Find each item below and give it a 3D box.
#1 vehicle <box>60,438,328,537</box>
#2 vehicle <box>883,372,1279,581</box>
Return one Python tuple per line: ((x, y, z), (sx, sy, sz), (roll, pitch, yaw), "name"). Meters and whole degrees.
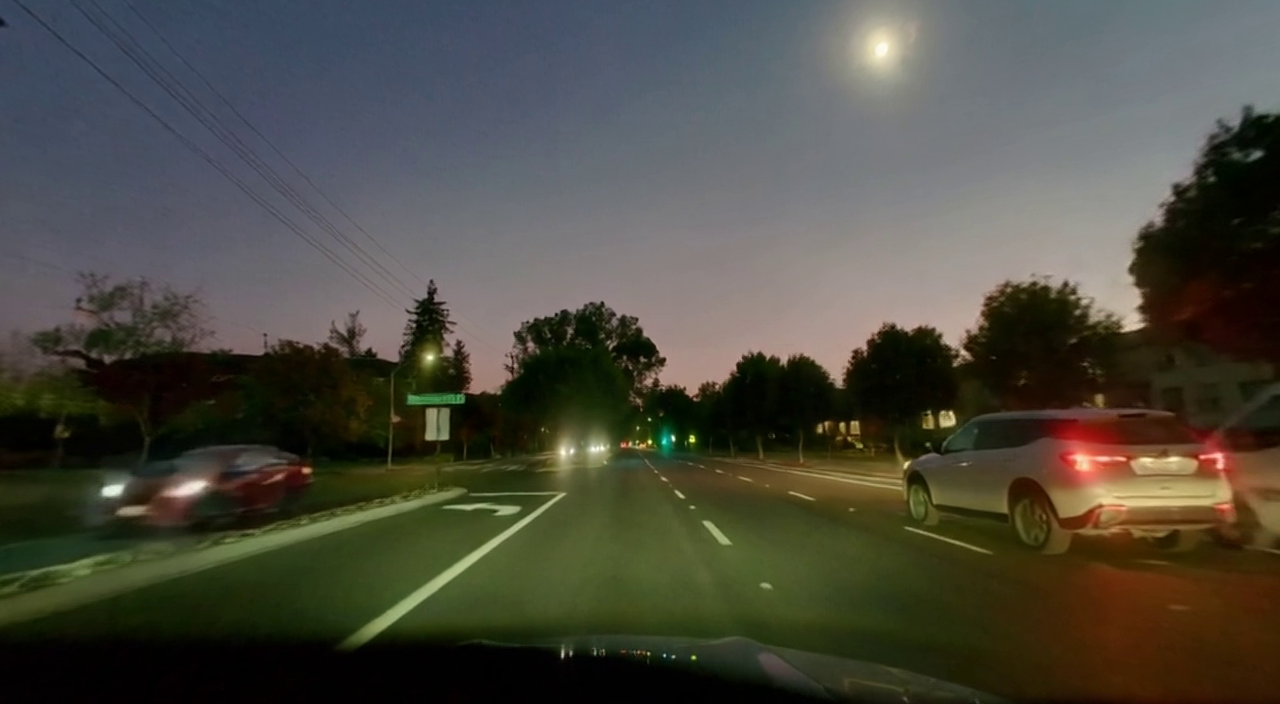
((-8.536, 2.593, 12.772), (2.140, 1.609, 4.460), (0, -9, 0), "vehicle")
((5.998, 1.618, 9.057), (2.493, 1.956, 6.125), (0, -9, -1), "vehicle")
